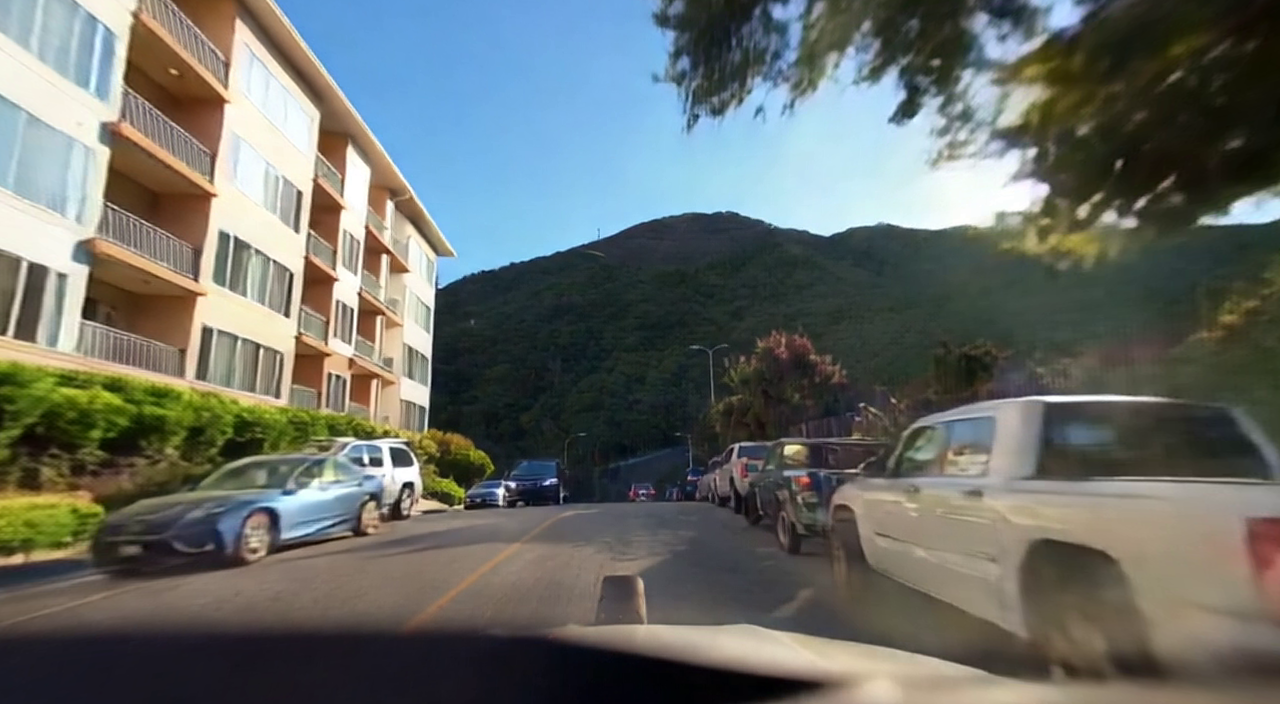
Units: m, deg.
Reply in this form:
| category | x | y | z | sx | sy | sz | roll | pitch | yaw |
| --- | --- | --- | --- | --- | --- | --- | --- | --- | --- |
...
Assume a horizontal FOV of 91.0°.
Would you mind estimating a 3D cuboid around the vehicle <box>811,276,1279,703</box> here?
| category | x | y | z | sx | sy | sz | roll | pitch | yaw |
| --- | --- | --- | --- | --- | --- | --- | --- | --- | --- |
| vehicle | 2.788 | 1.033 | 4.003 | 2.072 | 1.830 | 4.744 | 0 | -8 | 0 |

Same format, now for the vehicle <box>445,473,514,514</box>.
| category | x | y | z | sx | sy | sz | roll | pitch | yaw |
| --- | --- | --- | --- | --- | --- | --- | --- | --- | --- |
| vehicle | -6.705 | 5.954 | 26.775 | 1.772 | 1.415 | 4.361 | 1 | -9 | 0 |

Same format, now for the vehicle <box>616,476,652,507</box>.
| category | x | y | z | sx | sy | sz | roll | pitch | yaw |
| --- | --- | --- | --- | --- | --- | --- | --- | --- | --- |
| vehicle | -0.422 | 9.073 | 41.186 | 2.201 | 1.731 | 3.854 | 1 | -8 | -3 |

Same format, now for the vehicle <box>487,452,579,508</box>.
| category | x | y | z | sx | sy | sz | roll | pitch | yaw |
| --- | --- | --- | --- | --- | --- | --- | --- | --- | --- |
| vehicle | -3.378 | 4.311 | 20.873 | 2.102 | 1.621 | 4.627 | 0 | -13 | 1 |

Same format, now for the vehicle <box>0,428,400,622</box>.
| category | x | y | z | sx | sy | sz | roll | pitch | yaw |
| --- | --- | --- | --- | --- | --- | --- | --- | --- | --- |
| vehicle | -5.116 | 1.689 | 7.319 | 1.856 | 1.474 | 4.522 | -3 | -9 | 18 |
